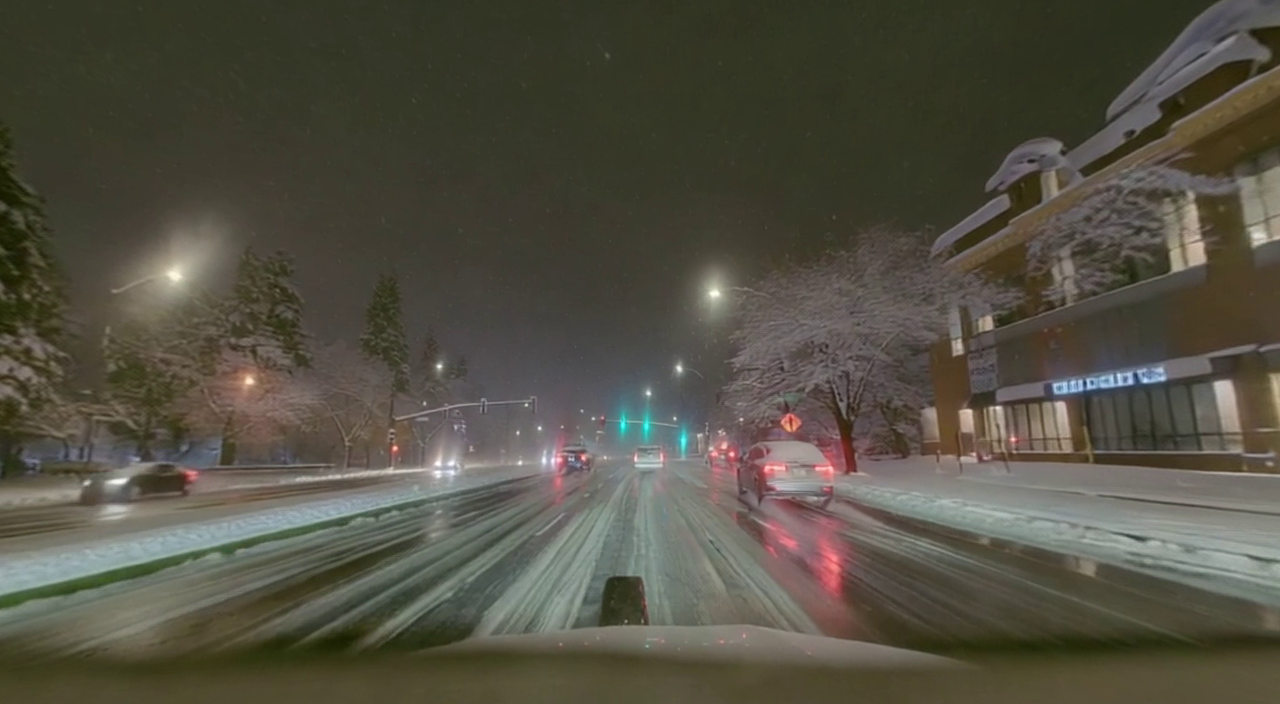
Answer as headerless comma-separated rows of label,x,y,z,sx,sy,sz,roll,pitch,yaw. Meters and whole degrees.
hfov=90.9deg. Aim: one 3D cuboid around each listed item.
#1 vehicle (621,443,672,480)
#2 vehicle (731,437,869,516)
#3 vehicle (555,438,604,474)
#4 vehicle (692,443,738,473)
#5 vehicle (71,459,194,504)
vehicle,0.298,4.550,26.446,1.971,1.433,3.923,0,-8,1
vehicle,3.344,2.682,14.145,1.948,1.474,4.360,0,-8,0
vehicle,-3.084,5.418,32.942,2.023,1.720,4.452,-1,-8,2
vehicle,3.919,5.613,33.665,1.913,1.463,4.198,0,-8,-1
vehicle,-22.792,5.781,28.588,1.898,1.743,4.365,0,-8,0
